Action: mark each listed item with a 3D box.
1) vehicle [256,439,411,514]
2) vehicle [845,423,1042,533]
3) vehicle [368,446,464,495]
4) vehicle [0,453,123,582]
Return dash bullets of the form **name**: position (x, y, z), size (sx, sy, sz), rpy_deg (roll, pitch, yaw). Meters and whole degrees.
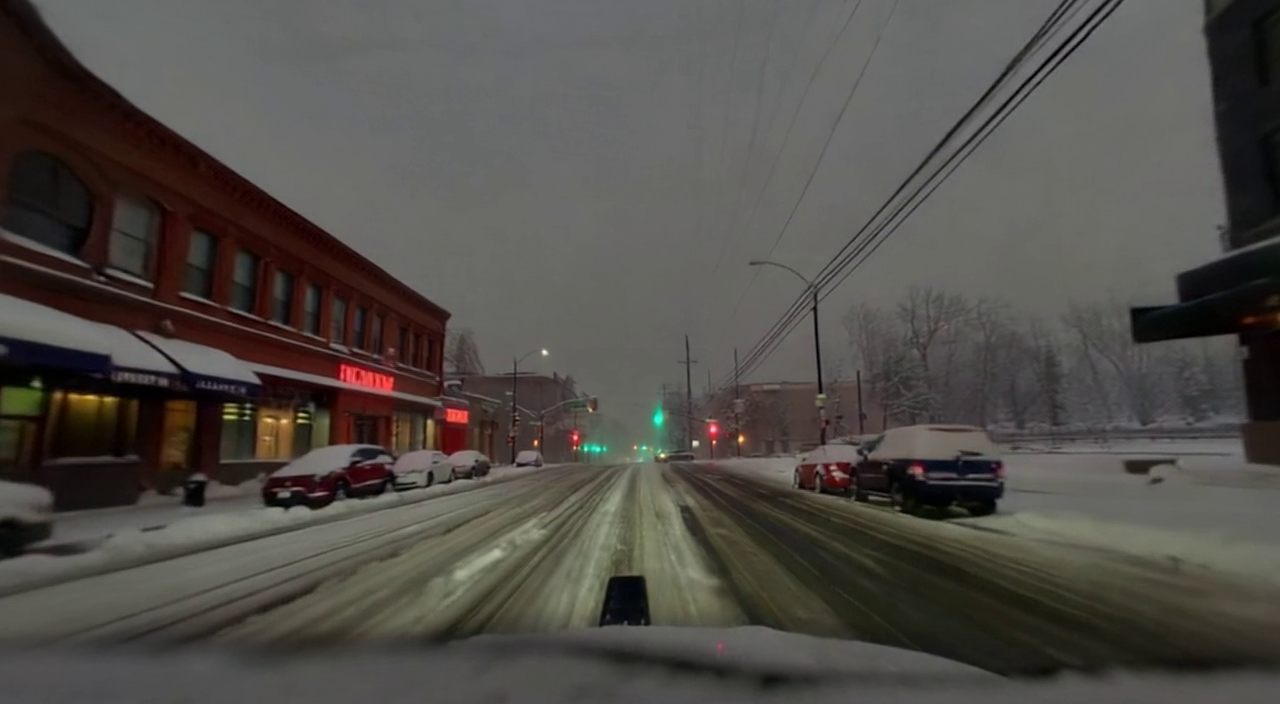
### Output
- **vehicle**: position (-8.790, 3.581, 18.694), size (2.140, 1.861, 4.801), rpy_deg (-1, -9, 1)
- **vehicle**: position (5.979, 2.505, 13.194), size (1.922, 1.871, 4.477), rpy_deg (0, -8, 1)
- **vehicle**: position (-8.870, 4.700, 25.499), size (2.004, 1.709, 4.941), rpy_deg (0, -8, 1)
- **vehicle**: position (-8.898, 1.962, 7.257), size (1.905, 1.576, 4.566), rpy_deg (-2, -11, 1)
